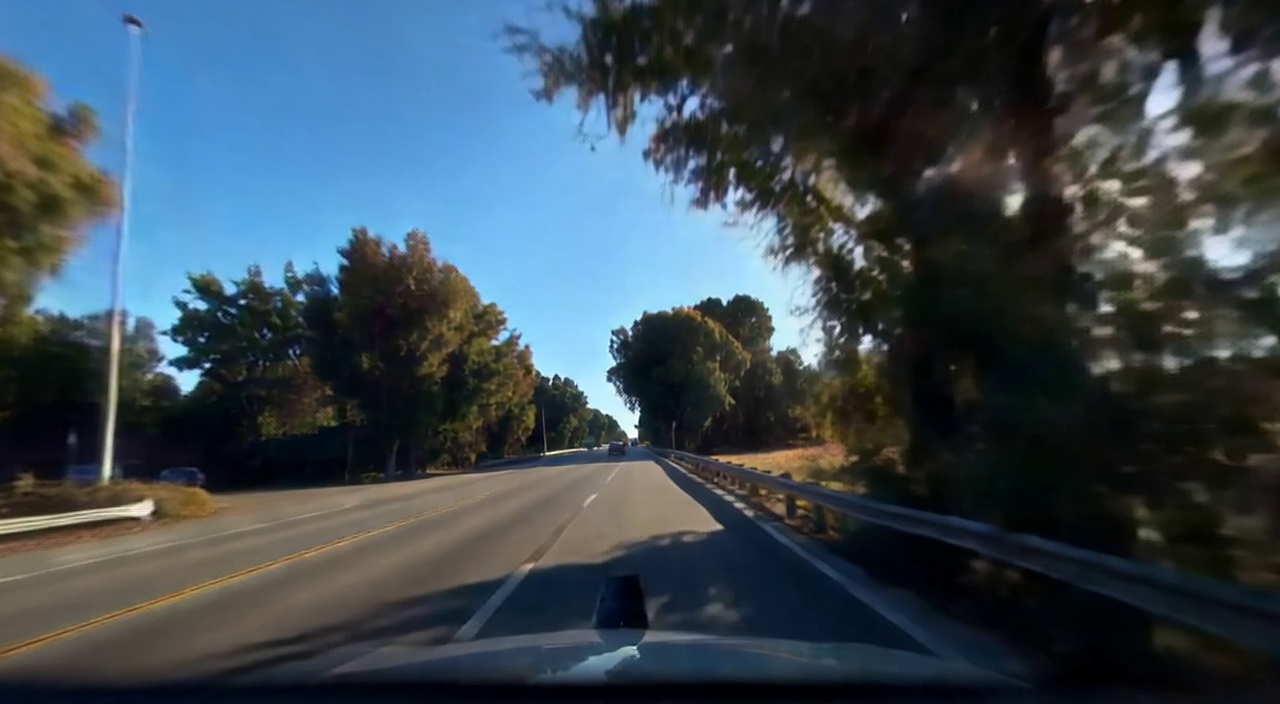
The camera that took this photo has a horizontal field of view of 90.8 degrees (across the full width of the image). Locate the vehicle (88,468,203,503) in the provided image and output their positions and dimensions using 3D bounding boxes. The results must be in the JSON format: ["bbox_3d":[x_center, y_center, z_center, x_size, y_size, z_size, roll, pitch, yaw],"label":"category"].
[{"bbox_3d":[-23.649,6.398,30.342,3.850,1.521,1.967,0,-8,0],"label":"vehicle"}]
